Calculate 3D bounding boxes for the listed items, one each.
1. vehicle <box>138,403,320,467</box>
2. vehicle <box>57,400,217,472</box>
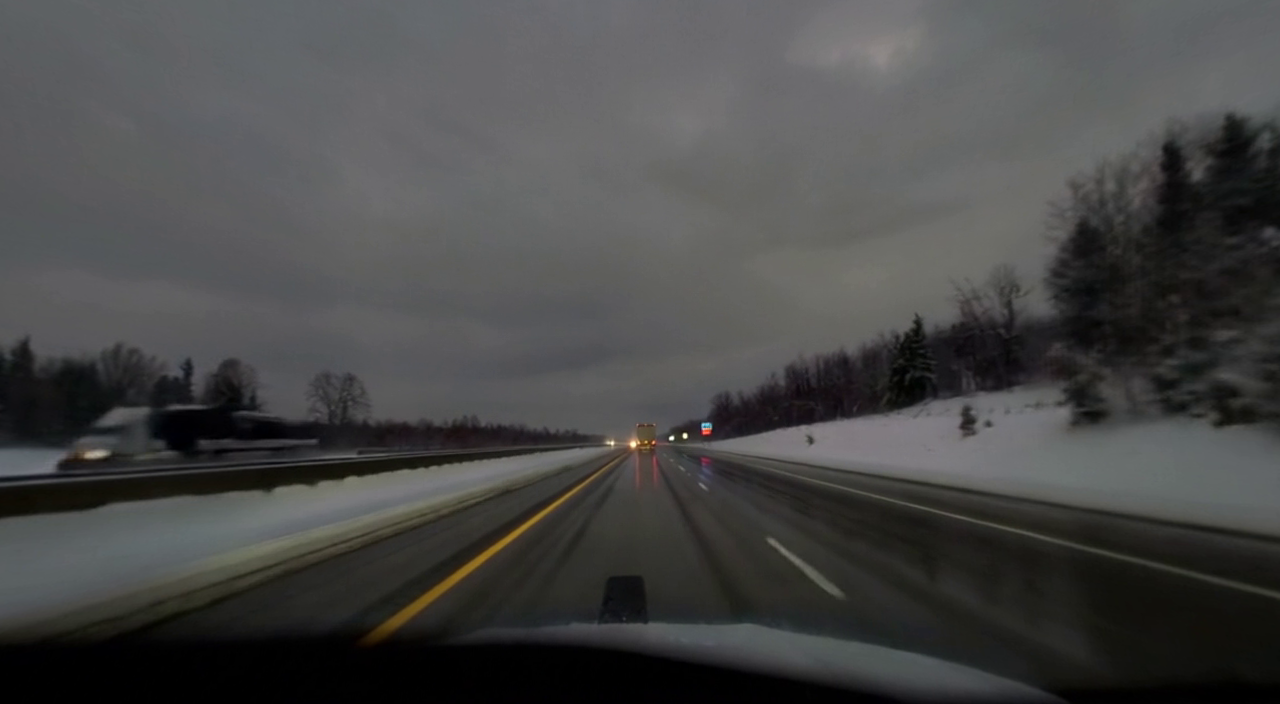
[{"bbox_3d":[-31.288,6.660,49.808,2.899,4.188,16.557,0,-8,2],"label":"vehicle"},{"bbox_3d":[-31.535,5.401,40.199,3.254,4.072,8.127,0,-8,1],"label":"vehicle"}]
